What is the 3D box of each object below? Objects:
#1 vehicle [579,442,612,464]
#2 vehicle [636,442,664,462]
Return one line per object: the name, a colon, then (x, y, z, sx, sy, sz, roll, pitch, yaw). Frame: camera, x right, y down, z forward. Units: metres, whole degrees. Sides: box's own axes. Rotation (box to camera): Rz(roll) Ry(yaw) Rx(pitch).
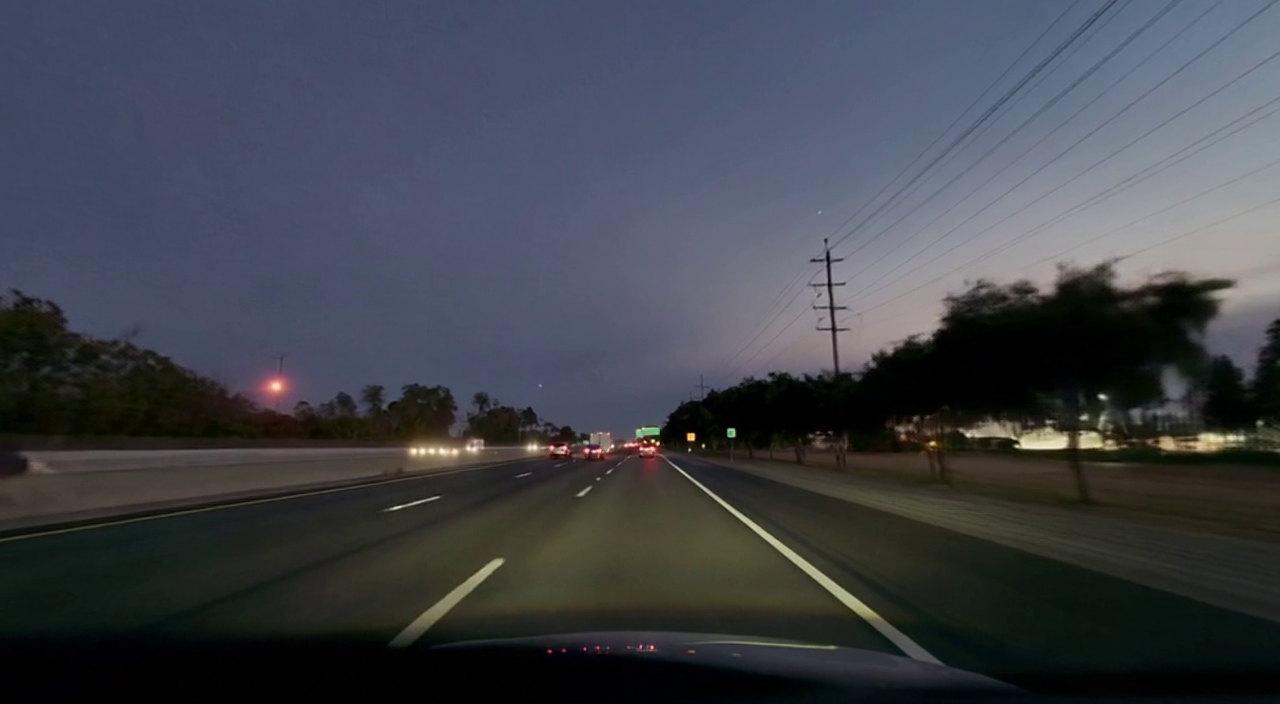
vehicle: (-3.201, 7.393, 46.150, 2.046, 1.478, 4.111, 0, -8, 1)
vehicle: (0.725, 7.650, 48.066, 2.057, 1.453, 3.926, 0, -8, 0)
